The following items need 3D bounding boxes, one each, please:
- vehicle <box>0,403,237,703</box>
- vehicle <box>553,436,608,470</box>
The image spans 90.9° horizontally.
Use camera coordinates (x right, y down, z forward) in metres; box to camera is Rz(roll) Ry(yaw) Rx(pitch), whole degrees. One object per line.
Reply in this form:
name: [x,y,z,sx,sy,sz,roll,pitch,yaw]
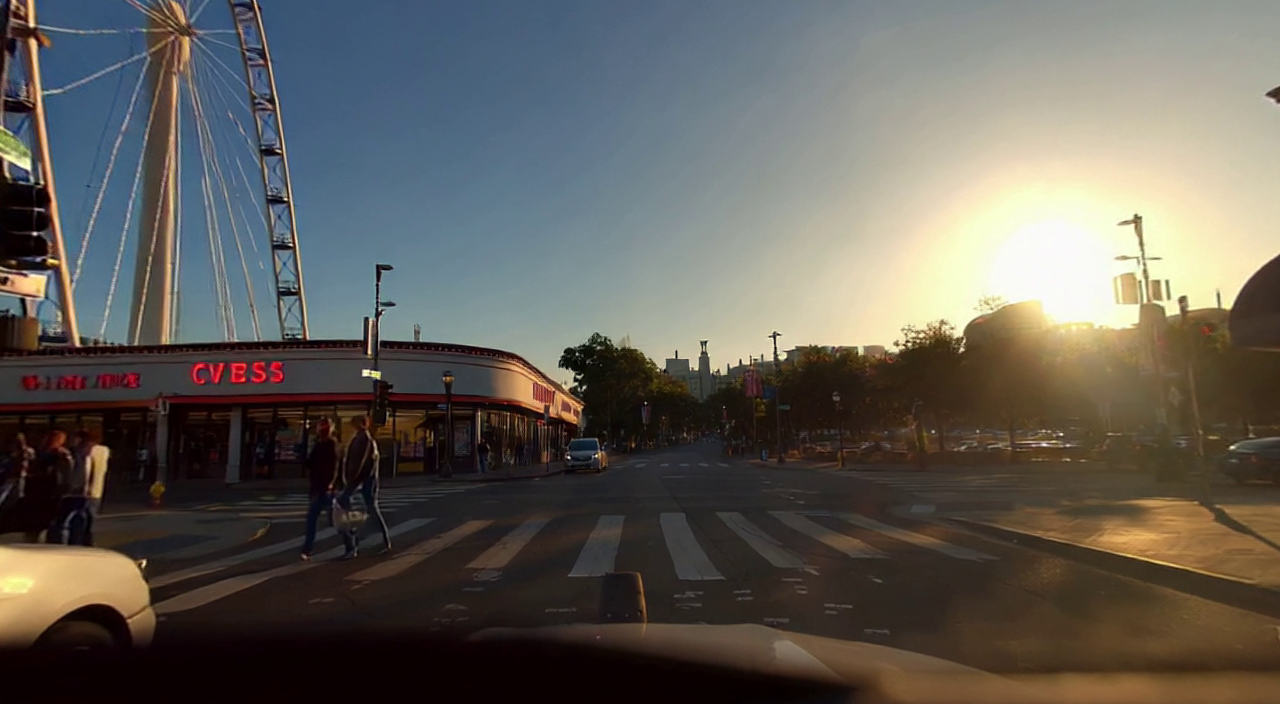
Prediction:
vehicle: [-3.374,0.785,1.193,1.940,1.505,4.676,-1,-9,3]
vehicle: [-3.915,6.403,40.247,2.549,2.000,5.699,2,-9,-15]
